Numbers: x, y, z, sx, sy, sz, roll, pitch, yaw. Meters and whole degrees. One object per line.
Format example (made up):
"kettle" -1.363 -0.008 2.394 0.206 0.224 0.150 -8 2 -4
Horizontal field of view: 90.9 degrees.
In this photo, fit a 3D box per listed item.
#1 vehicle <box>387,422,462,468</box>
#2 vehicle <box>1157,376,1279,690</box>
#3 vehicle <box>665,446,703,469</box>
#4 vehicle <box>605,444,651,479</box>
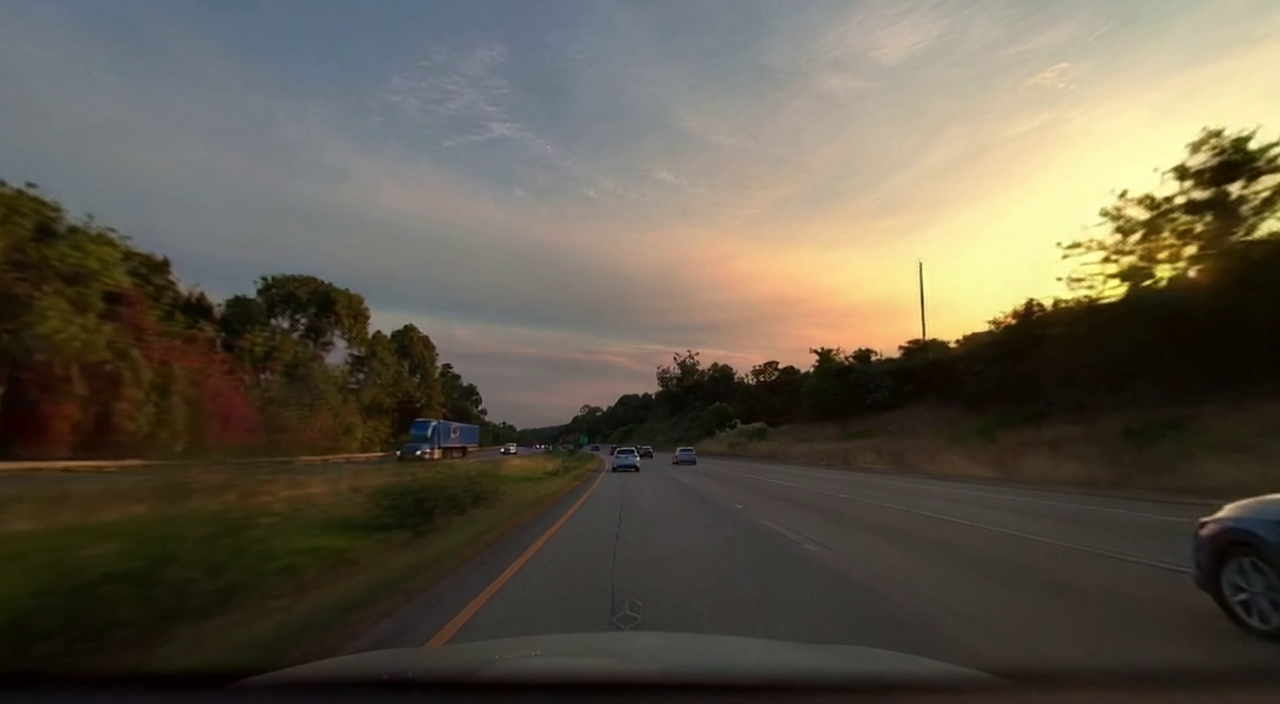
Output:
"vehicle" -12.618 5.560 37.429 2.320 2.442 6.292 -1 -9 -1
"vehicle" 4.356 0.745 2.010 2.013 1.623 3.916 0 -9 0
"vehicle" 3.000 7.257 43.642 2.008 1.504 4.291 1 -9 -4
"vehicle" -0.587 5.226 30.222 2.050 1.534 3.771 0 -9 -2
